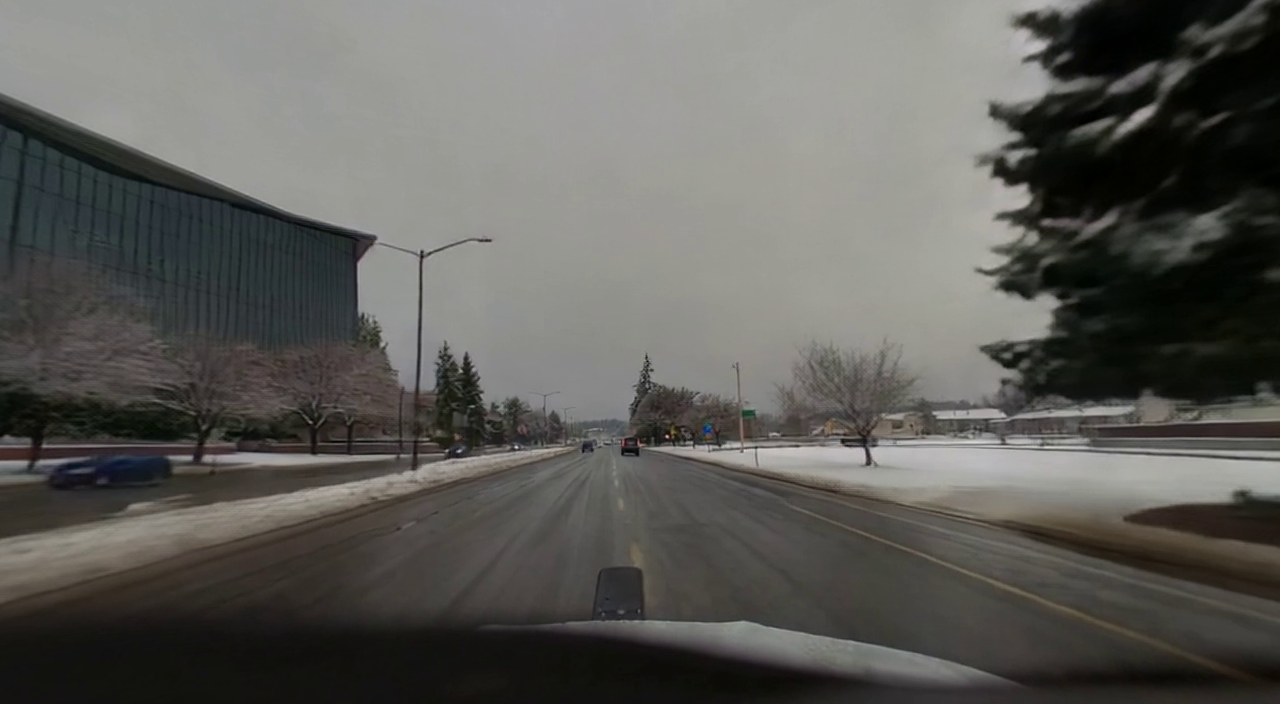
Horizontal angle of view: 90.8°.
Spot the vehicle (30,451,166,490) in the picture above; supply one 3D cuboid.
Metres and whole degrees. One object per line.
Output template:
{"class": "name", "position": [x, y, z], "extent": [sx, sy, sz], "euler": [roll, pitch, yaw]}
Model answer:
{"class": "vehicle", "position": [-23.573, 5.133, 27.792], "extent": [1.862, 1.489, 4.780], "euler": [0, -8, -2]}

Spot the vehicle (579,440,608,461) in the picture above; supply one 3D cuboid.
{"class": "vehicle", "position": [-3.480, 7.439, 47.831], "extent": [2.080, 1.445, 4.096], "euler": [0, -8, -3]}
